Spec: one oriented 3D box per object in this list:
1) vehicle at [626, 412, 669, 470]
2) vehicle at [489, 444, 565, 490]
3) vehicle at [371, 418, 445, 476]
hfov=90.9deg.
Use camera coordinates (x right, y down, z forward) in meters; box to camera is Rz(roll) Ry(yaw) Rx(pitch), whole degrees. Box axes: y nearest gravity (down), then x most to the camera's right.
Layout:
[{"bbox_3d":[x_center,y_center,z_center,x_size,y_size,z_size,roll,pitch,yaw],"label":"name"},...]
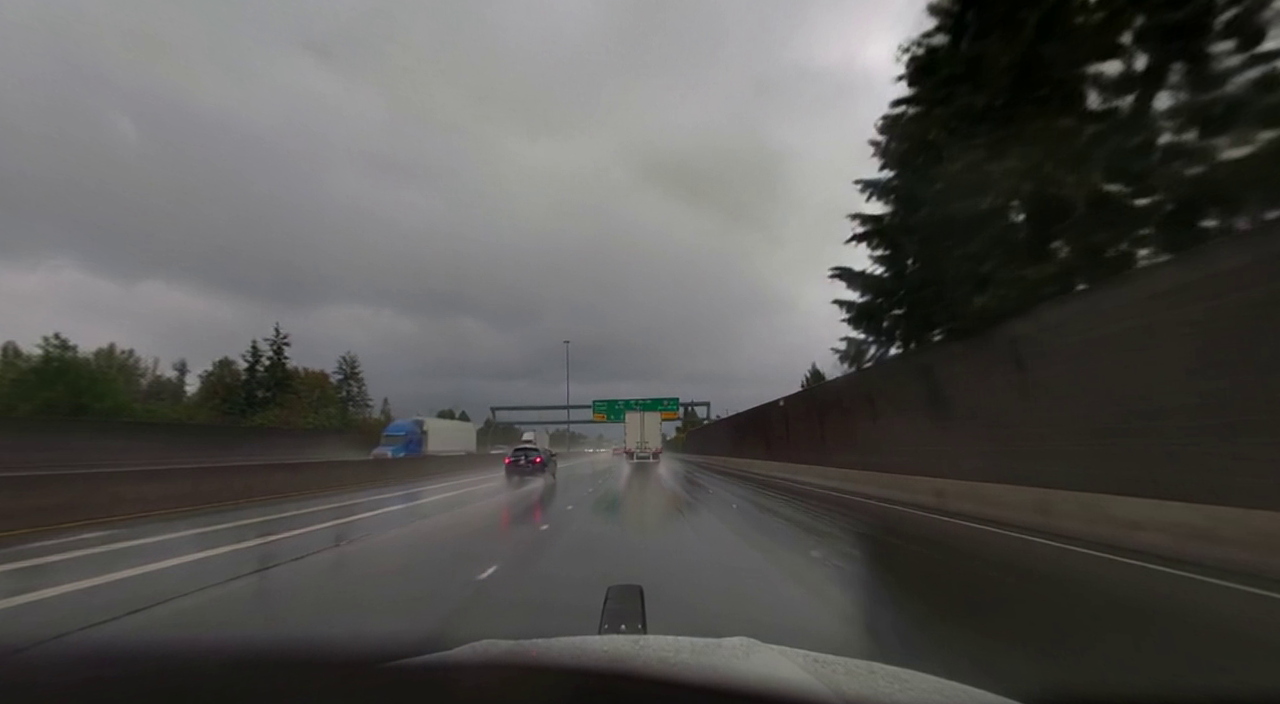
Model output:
[{"bbox_3d":[0.601,7.007,49.243,2.980,4.051,10.359,0,-9,1],"label":"vehicle"},{"bbox_3d":[-4.072,4.223,23.534,1.974,1.531,4.429,0,-9,1],"label":"vehicle"},{"bbox_3d":[-16.779,6.938,46.013,2.987,3.918,5.823,0,-9,1],"label":"vehicle"}]
